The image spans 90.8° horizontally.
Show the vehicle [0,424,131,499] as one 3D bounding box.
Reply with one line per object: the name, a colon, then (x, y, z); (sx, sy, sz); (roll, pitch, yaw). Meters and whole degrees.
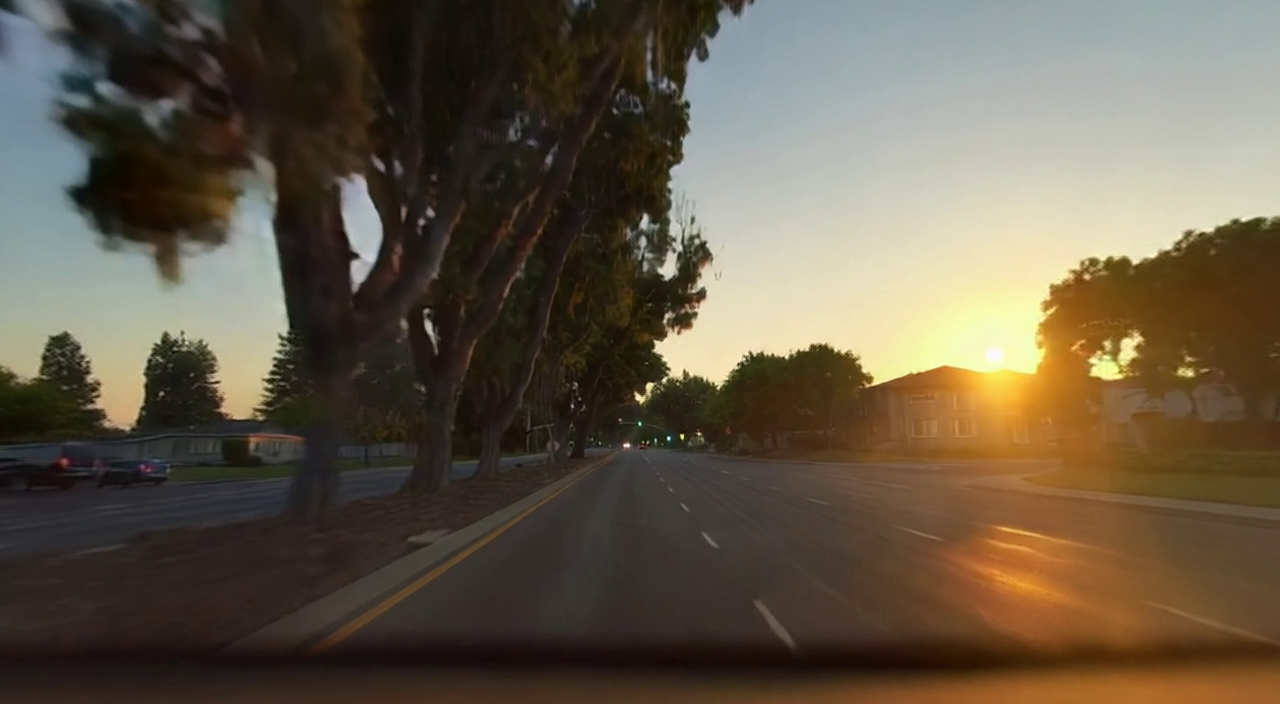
vehicle: (-28.936, 5.164, 29.230); (8.492, 3.055, 3.116); (-4, -9, 6)
